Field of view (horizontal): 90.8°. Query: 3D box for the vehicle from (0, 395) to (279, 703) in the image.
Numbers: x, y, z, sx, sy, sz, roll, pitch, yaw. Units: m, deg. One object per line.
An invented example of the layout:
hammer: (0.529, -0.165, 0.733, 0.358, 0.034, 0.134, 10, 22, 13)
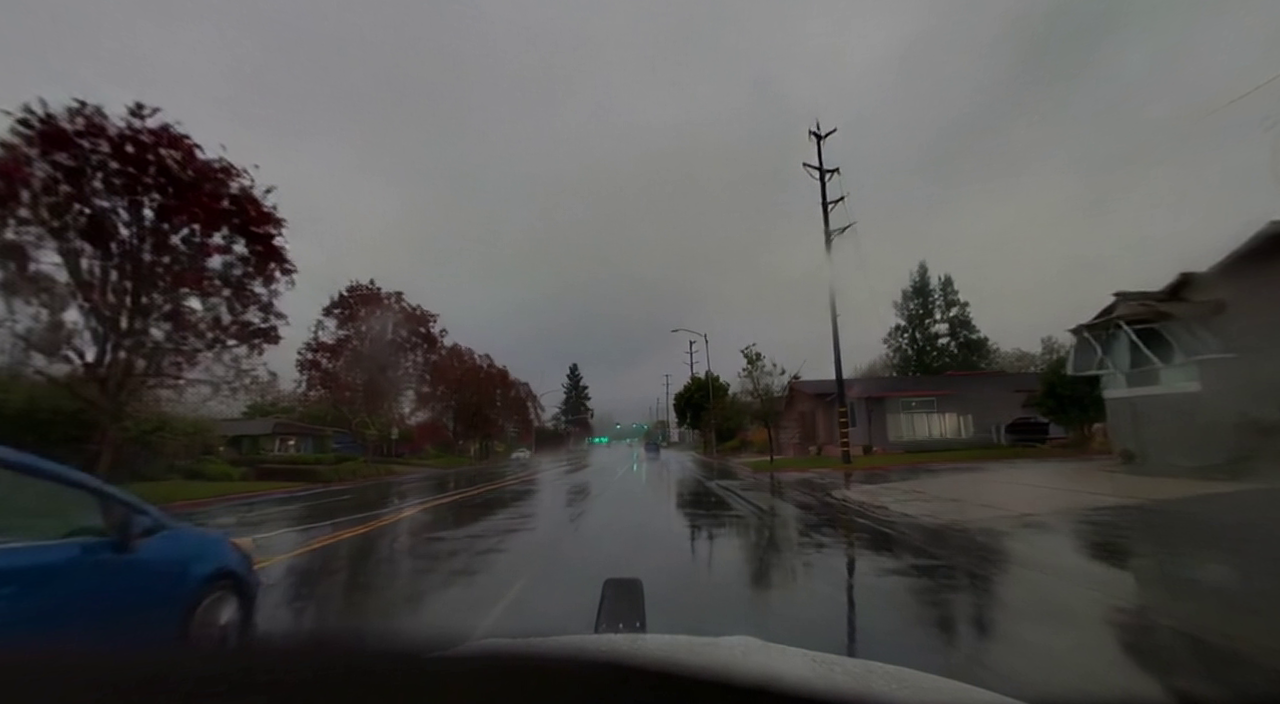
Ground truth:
vehicle: (-3.060, 0.797, 1.350, 2.113, 1.493, 4.222, 0, -9, -1)
